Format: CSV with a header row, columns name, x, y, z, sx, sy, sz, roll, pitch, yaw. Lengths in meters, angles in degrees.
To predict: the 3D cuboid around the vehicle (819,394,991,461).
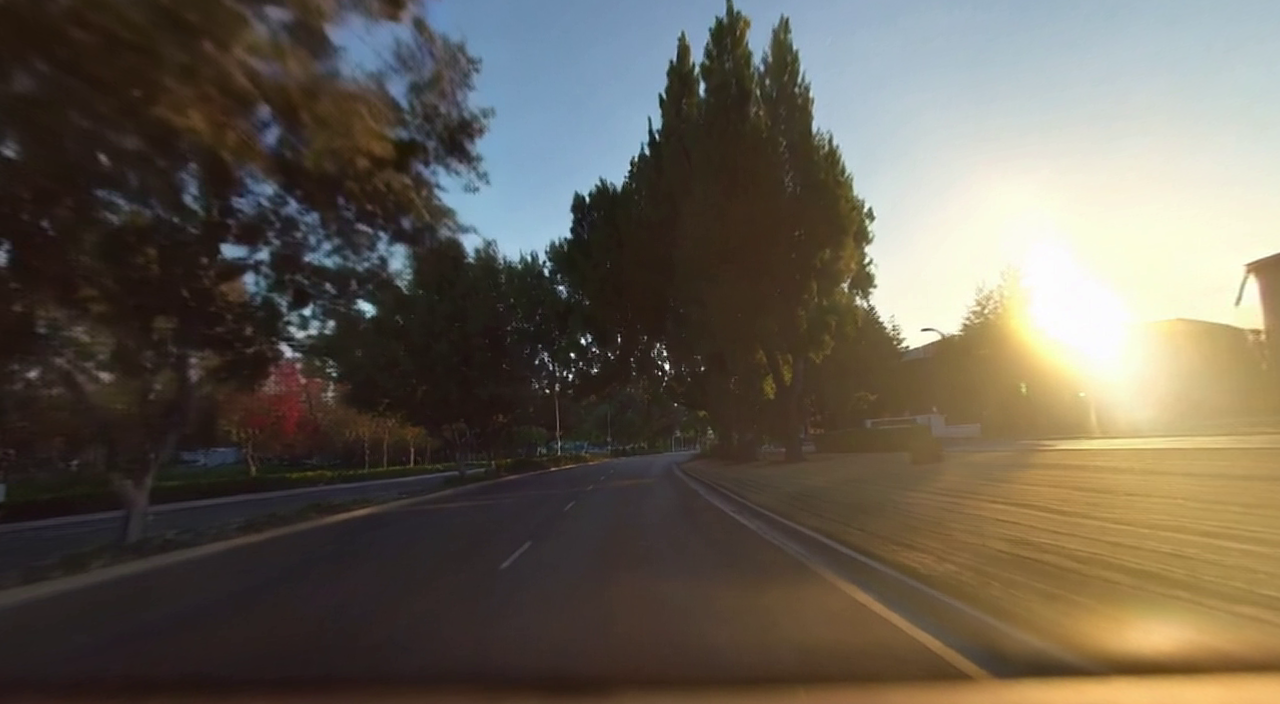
name,x,y,z,sx,sy,sz,roll,pitch,yaw
vehicle,18.909,6.165,48.371,3.411,3.967,20.452,-1,-9,-3
